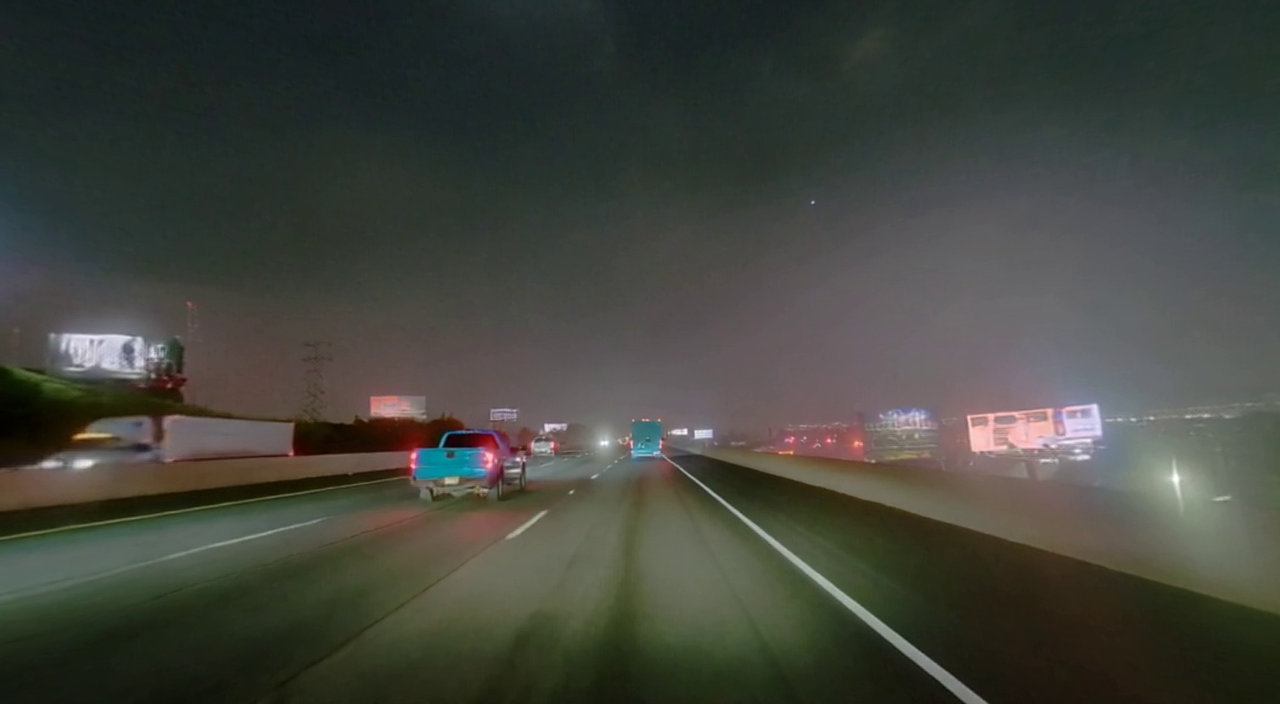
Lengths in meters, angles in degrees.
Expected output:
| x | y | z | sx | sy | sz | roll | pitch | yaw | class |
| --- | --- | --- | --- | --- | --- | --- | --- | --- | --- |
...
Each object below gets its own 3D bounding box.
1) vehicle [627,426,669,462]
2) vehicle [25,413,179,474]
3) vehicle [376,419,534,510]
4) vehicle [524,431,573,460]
| x | y | z | sx | sy | sz | roll | pitch | yaw | class |
| --- | --- | --- | --- | --- | --- | --- | --- | --- | --- |
| 0.534 | 6.358 | 43.570 | 2.692 | 2.279 | 5.695 | 0 | -8 | 0 | vehicle |
| -36.417 | 6.215 | 43.084 | 3.036 | 3.726 | 8.384 | 0 | -8 | 0 | vehicle |
| -3.960 | 2.495 | 14.471 | 2.145 | 1.730 | 4.729 | -1 | -8 | 1 | vehicle |
| -6.999 | 7.261 | 49.067 | 2.695 | 2.084 | 6.836 | -1 | -8 | 1 | vehicle |
